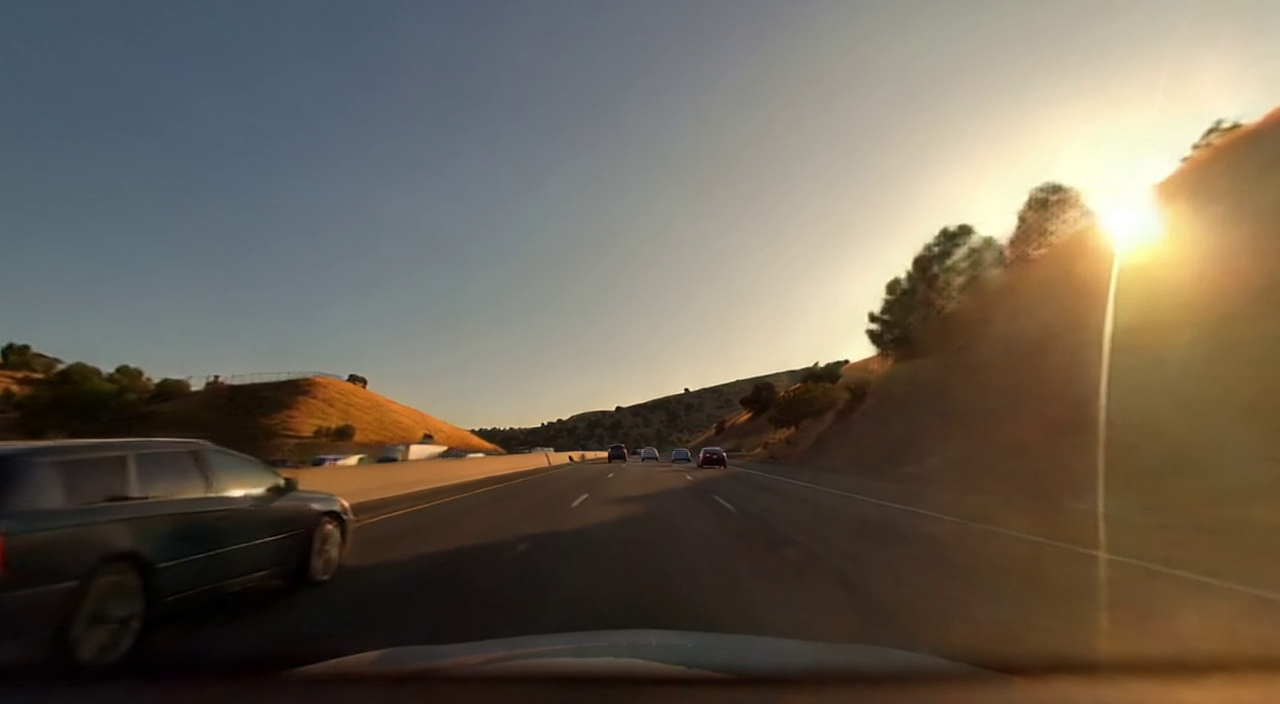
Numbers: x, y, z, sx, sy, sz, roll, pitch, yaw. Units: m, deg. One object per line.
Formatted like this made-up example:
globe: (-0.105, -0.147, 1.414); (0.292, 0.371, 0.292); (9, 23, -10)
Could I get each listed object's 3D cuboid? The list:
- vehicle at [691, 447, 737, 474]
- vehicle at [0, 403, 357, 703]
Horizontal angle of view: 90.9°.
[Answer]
vehicle: (3.912, 5.778, 33.858); (1.976, 1.352, 3.602); (0, -8, -1)
vehicle: (-3.865, 1.218, 4.397); (1.910, 1.521, 3.930); (0, -8, 1)
